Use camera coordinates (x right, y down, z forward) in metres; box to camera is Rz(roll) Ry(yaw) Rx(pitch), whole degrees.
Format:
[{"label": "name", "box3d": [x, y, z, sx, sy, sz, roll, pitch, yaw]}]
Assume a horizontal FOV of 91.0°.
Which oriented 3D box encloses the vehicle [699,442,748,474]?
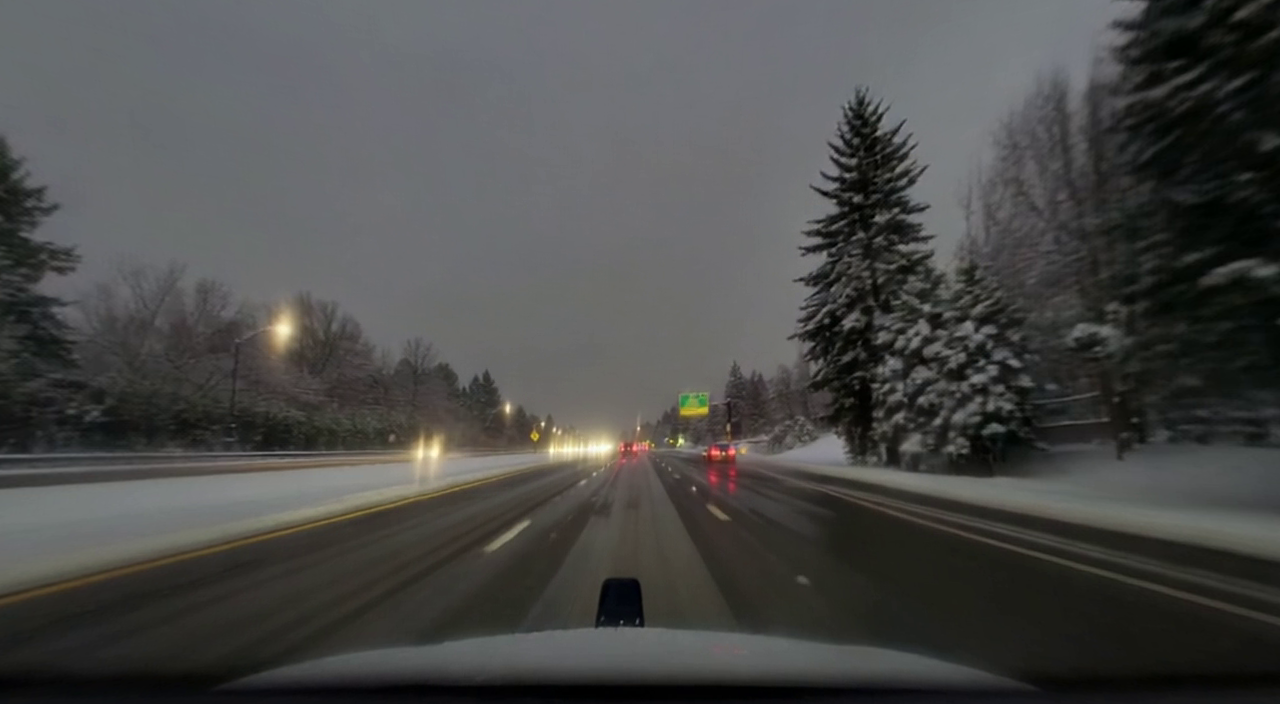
[{"label": "vehicle", "box3d": [4.527, 5.823, 34.835, 2.085, 1.594, 4.848, 0, -9, 1]}]
